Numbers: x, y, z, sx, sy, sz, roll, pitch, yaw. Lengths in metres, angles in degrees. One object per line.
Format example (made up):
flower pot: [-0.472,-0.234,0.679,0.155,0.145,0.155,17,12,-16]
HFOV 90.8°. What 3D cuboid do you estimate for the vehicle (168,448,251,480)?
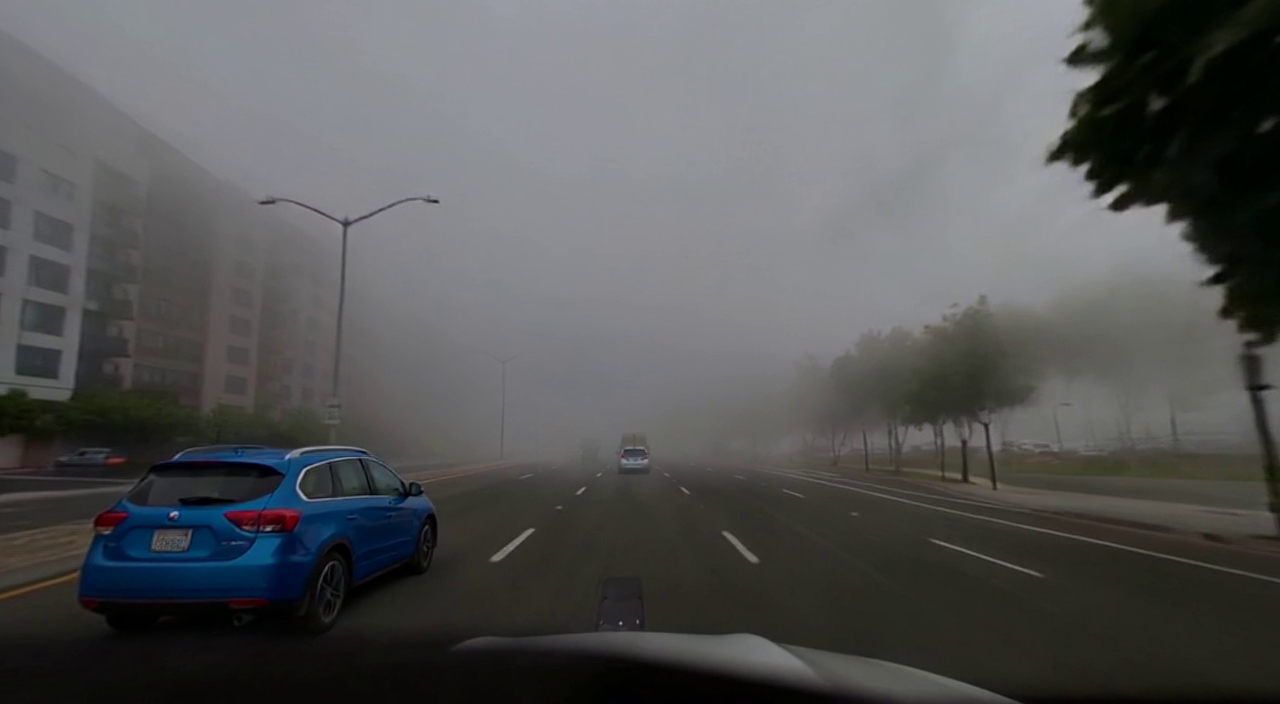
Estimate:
vehicle: [-27.138,7.044,40.043,1.978,1.835,4.932,0,-9,-3]

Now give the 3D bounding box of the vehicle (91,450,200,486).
vehicle: [-26.853,6.263,34.576,1.992,1.798,4.987,0,-9,-1]

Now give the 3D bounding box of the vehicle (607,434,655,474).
vehicle: [-0.429,5.202,32.258,2.260,1.872,4.578,0,-9,0]

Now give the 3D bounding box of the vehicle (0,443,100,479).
vehicle: [-35.305,6.406,37.140,2.181,1.913,5.591,-1,-9,0]
